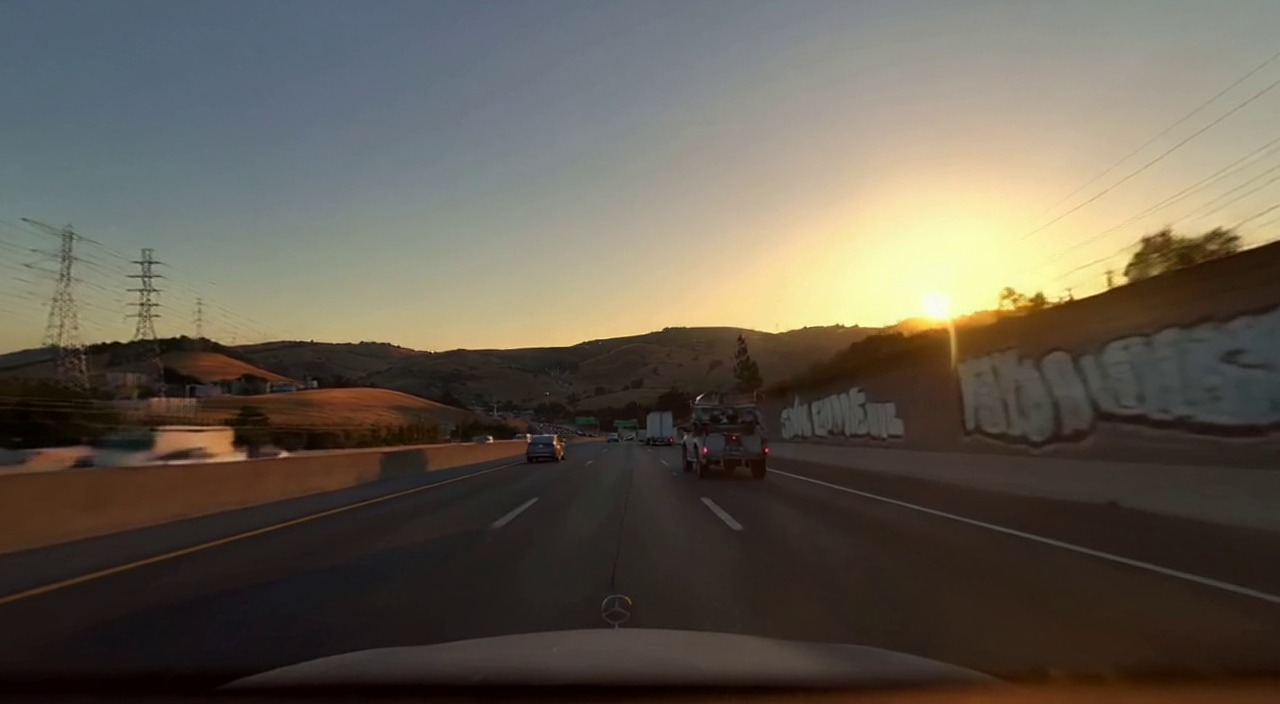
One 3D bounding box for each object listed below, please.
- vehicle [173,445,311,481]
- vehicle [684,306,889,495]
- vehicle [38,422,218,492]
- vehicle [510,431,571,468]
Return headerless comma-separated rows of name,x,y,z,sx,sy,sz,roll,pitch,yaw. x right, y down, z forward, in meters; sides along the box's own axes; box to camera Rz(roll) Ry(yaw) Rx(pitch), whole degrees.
vehicle,-19.859,5.550,32.057,2.452,1.504,7.142,0,-8,-1
vehicle,3.347,1.690,18.372,3.060,3.842,11.095,0,-8,-1
vehicle,-19.691,4.041,24.755,2.276,2.402,5.767,0,-8,-1
vehicle,-4.290,4.267,27.882,1.965,1.486,4.448,0,-8,0
